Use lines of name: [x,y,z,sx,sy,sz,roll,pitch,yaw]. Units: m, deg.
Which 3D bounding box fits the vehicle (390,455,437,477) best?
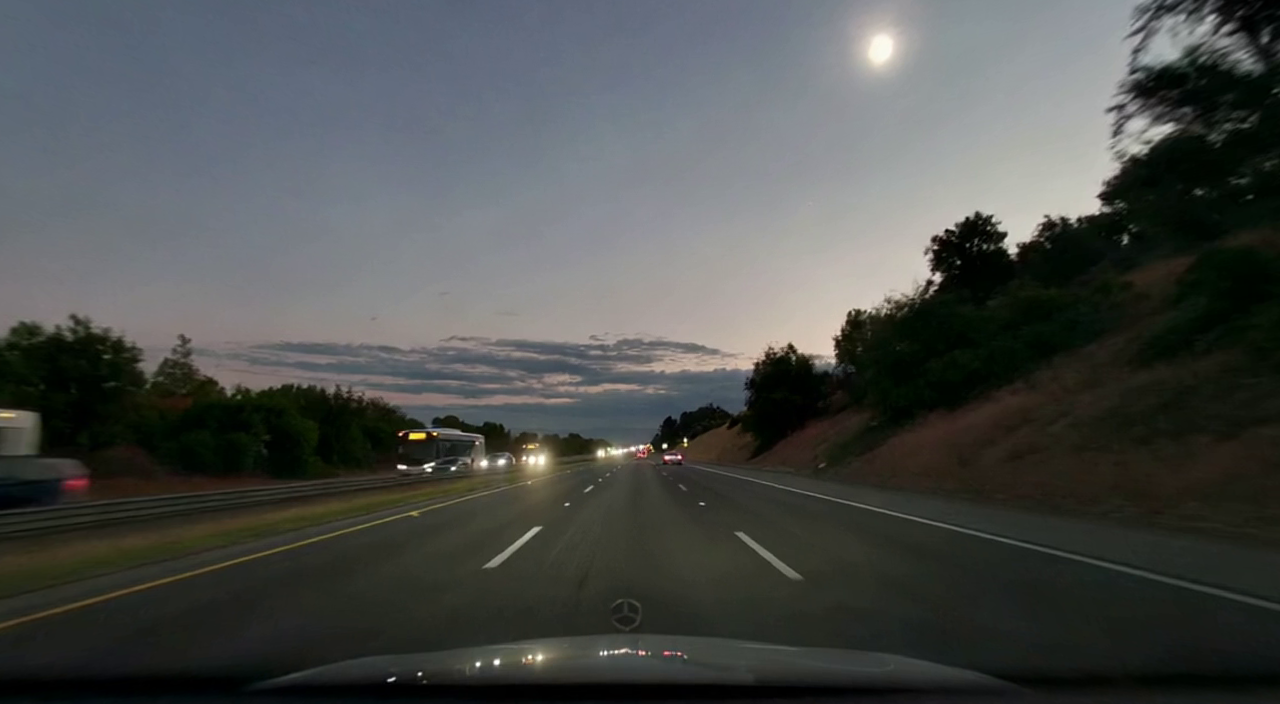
vehicle: [-15.903,8.008,44.435,1.874,1.404,3.723,0,-9,1]
